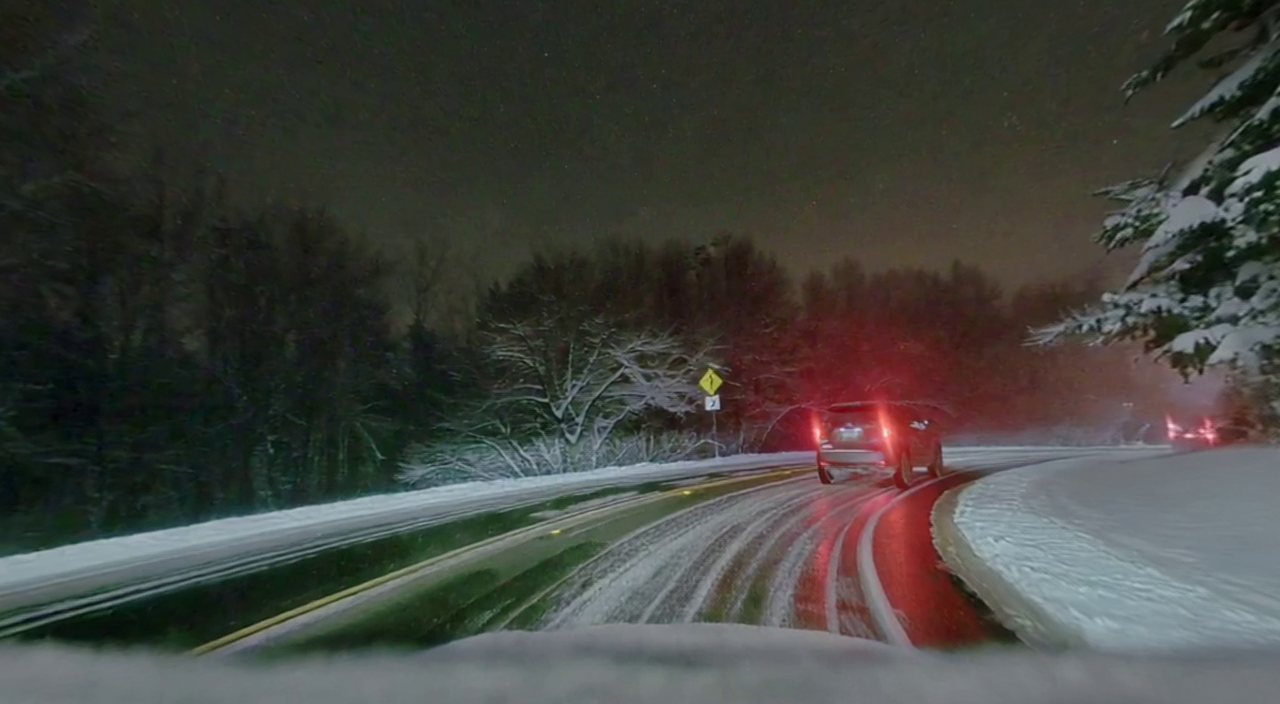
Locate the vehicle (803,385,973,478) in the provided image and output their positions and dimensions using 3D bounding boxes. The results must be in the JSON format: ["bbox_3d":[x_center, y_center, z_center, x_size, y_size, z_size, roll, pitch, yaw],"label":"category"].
[{"bbox_3d":[6.633,2.121,16.407,2.500,1.961,5.637,-7,-11,38],"label":"vehicle"}]
